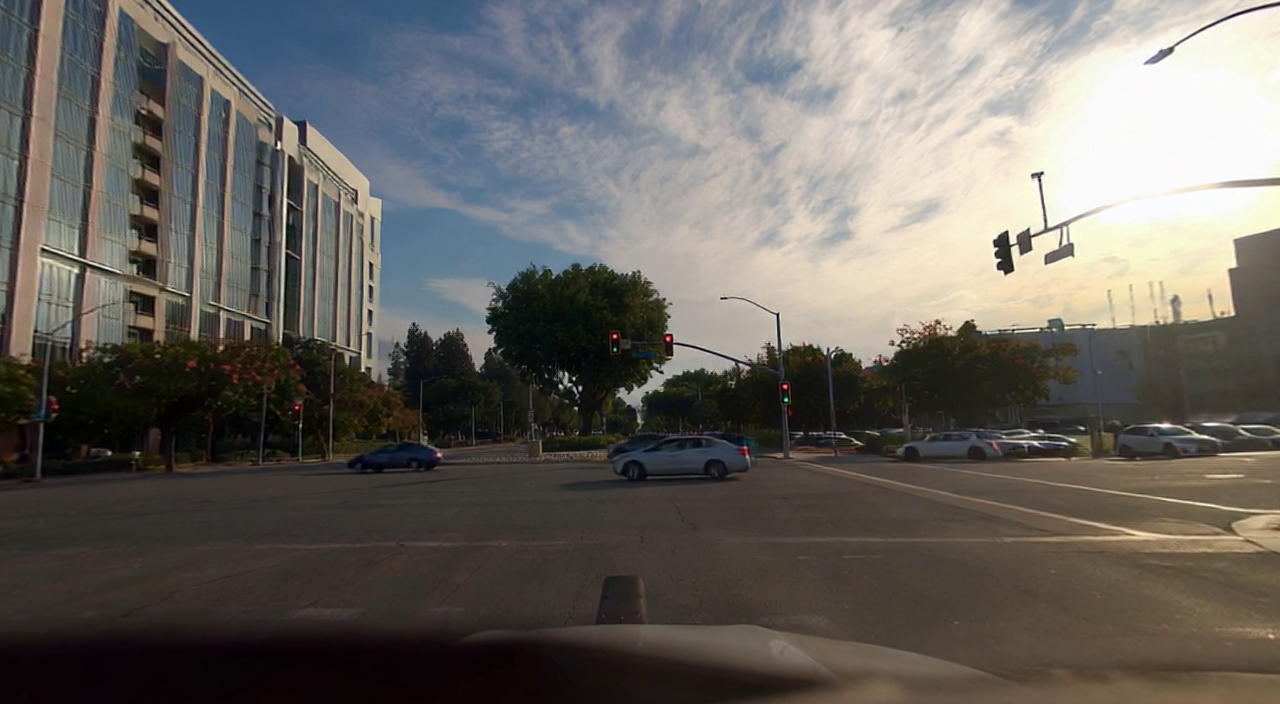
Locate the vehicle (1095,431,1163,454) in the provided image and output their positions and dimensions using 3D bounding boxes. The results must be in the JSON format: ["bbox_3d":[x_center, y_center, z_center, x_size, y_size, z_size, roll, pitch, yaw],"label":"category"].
[{"bbox_3d":[33.210,6.170,43.059,2.090,1.494,4.321,-3,-9,15],"label":"vehicle"}]

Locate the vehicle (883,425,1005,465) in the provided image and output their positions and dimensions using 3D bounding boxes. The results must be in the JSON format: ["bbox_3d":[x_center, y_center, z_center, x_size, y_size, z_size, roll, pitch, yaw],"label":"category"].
[{"bbox_3d":[13.656,4.226,28.664,4.571,1.698,1.977,-2,-9,13],"label":"vehicle"}]

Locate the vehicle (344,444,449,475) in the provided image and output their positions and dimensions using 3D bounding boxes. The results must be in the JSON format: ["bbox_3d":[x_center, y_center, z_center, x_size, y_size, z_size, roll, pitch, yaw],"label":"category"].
[{"bbox_3d":[-10.968,4.838,28.622,4.046,1.306,1.719,-1,-8,2],"label":"vehicle"}]

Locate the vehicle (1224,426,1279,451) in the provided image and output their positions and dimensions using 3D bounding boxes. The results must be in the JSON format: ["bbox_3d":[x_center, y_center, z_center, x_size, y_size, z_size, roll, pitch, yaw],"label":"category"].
[{"bbox_3d":[42.254,5.763,41.928,2.037,1.614,5.175,0,-8,0],"label":"vehicle"}]

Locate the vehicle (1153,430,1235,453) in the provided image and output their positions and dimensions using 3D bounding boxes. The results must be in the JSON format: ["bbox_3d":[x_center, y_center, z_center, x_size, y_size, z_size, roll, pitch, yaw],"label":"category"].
[{"bbox_3d":[36.565,5.933,41.824,1.726,1.429,4.163,-1,-8,2],"label":"vehicle"}]

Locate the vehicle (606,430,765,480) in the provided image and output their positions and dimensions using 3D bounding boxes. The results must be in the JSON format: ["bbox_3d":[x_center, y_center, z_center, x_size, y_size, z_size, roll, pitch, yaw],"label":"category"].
[{"bbox_3d":[1.414,3.343,20.726,4.916,1.504,1.846,1,-9,-8],"label":"vehicle"}]
